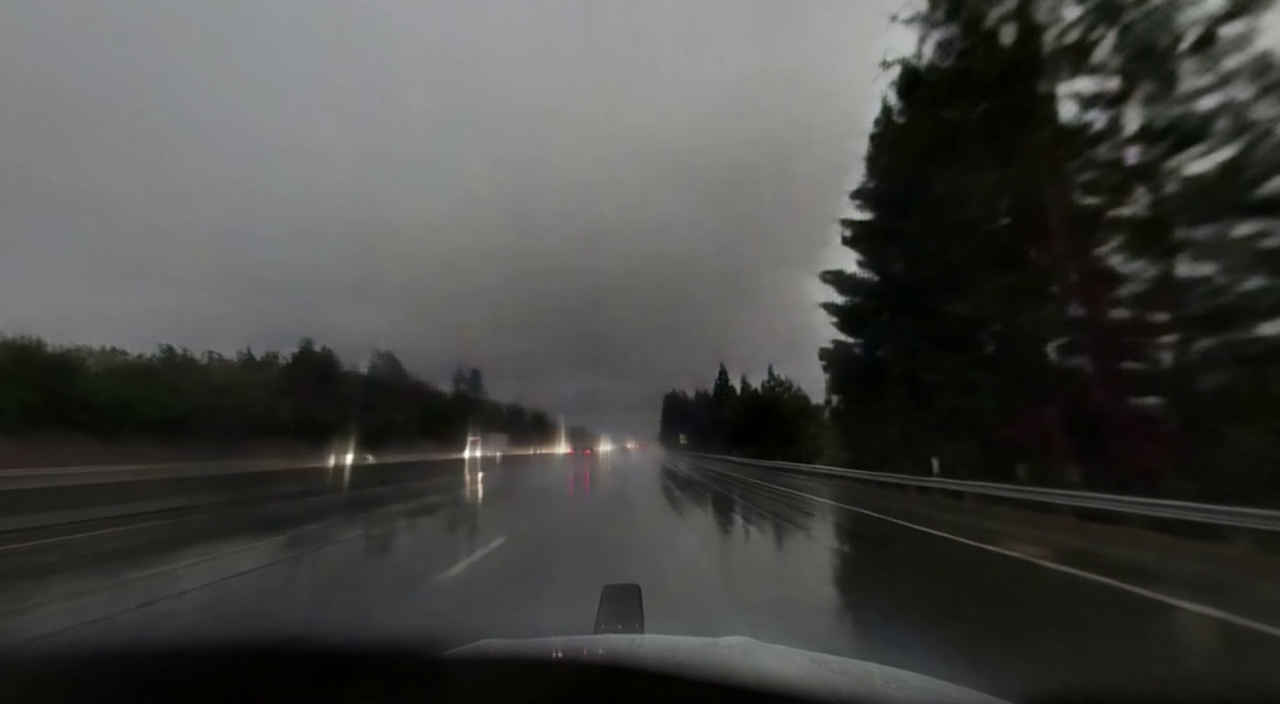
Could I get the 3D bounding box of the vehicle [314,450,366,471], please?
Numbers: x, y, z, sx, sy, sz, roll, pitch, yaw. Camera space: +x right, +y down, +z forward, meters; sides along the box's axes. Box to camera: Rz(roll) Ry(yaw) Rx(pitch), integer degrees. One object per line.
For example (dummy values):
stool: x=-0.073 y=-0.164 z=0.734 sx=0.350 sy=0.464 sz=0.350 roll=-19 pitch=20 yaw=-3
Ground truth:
vehicle: x=-23.302 y=8.435 z=48.871 sx=1.980 sy=1.518 sz=3.986 roll=0 pitch=-9 yaw=1

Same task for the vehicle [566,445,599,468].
vehicle: x=-3.991 y=7.358 z=44.188 sx=1.933 sy=1.497 sz=3.973 roll=0 pitch=-9 yaw=0
